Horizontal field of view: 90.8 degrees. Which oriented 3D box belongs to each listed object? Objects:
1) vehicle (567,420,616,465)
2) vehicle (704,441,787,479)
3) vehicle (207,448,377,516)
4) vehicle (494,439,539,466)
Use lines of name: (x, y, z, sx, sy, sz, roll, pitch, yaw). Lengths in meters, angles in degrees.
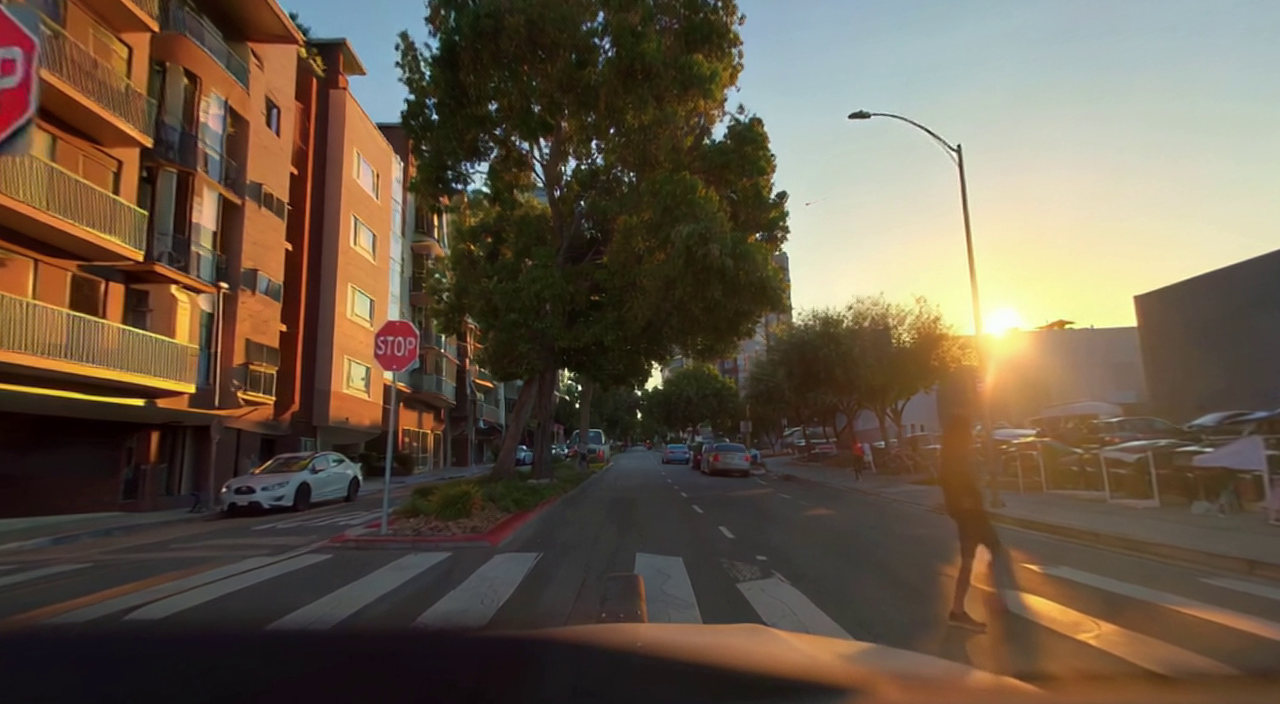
vehicle: (-2.977, 5.757, 40.109, 2.317, 2.596, 6.053, 0, -8, 3)
vehicle: (4.588, 4.562, 26.985, 1.858, 1.491, 4.329, -5, -10, 33)
vehicle: (-8.797, 3.285, 16.528, 2.007, 1.503, 4.343, 0, -8, -1)
vehicle: (-8.871, 7.234, 45.599, 2.256, 1.802, 4.333, 0, -8, 2)
